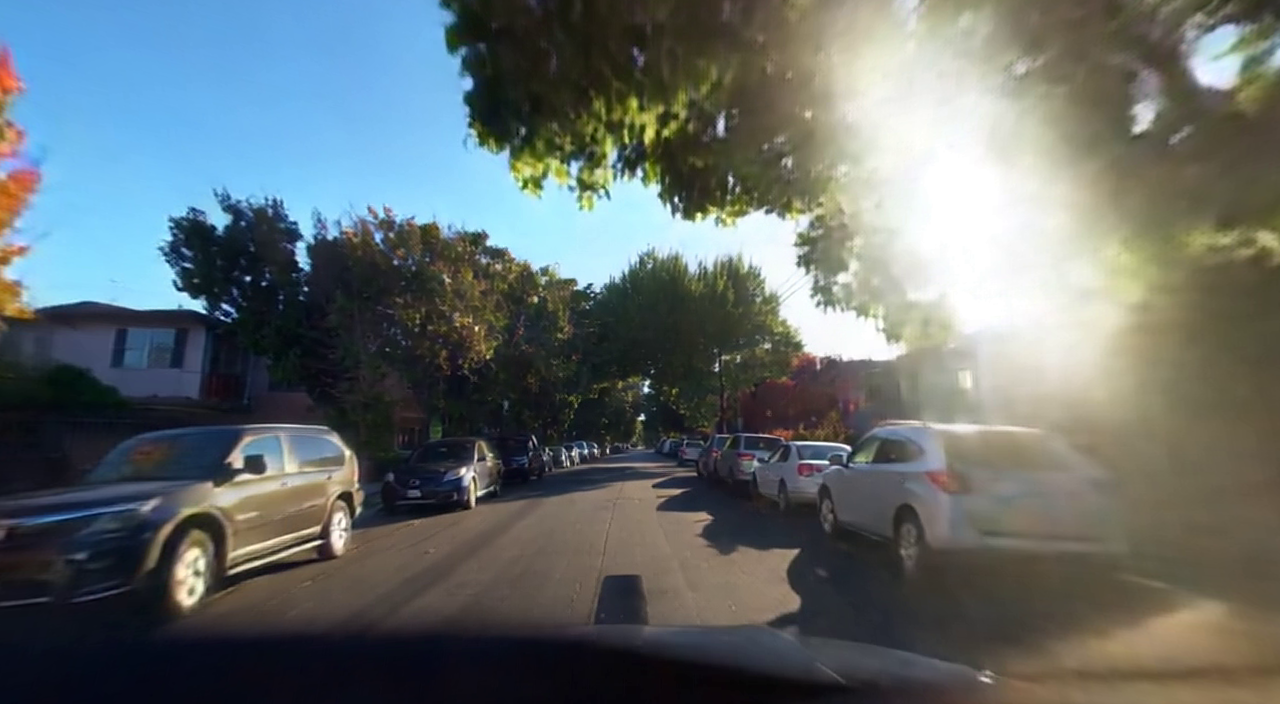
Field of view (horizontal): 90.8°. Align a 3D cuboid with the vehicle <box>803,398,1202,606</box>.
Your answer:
[{"bbox_3d":[3.611,1.585,7.637,1.994,1.710,4.699,0,-8,0],"label":"vehicle"}]

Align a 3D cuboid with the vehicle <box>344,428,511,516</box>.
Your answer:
[{"bbox_3d":[-5.251,3.056,16.740,2.683,1.923,5.421,0,-8,-2],"label":"vehicle"}]

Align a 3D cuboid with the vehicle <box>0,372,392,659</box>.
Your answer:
[{"bbox_3d":[-5.176,1.593,7.443,2.390,2.123,5.371,0,-8,-1],"label":"vehicle"}]
